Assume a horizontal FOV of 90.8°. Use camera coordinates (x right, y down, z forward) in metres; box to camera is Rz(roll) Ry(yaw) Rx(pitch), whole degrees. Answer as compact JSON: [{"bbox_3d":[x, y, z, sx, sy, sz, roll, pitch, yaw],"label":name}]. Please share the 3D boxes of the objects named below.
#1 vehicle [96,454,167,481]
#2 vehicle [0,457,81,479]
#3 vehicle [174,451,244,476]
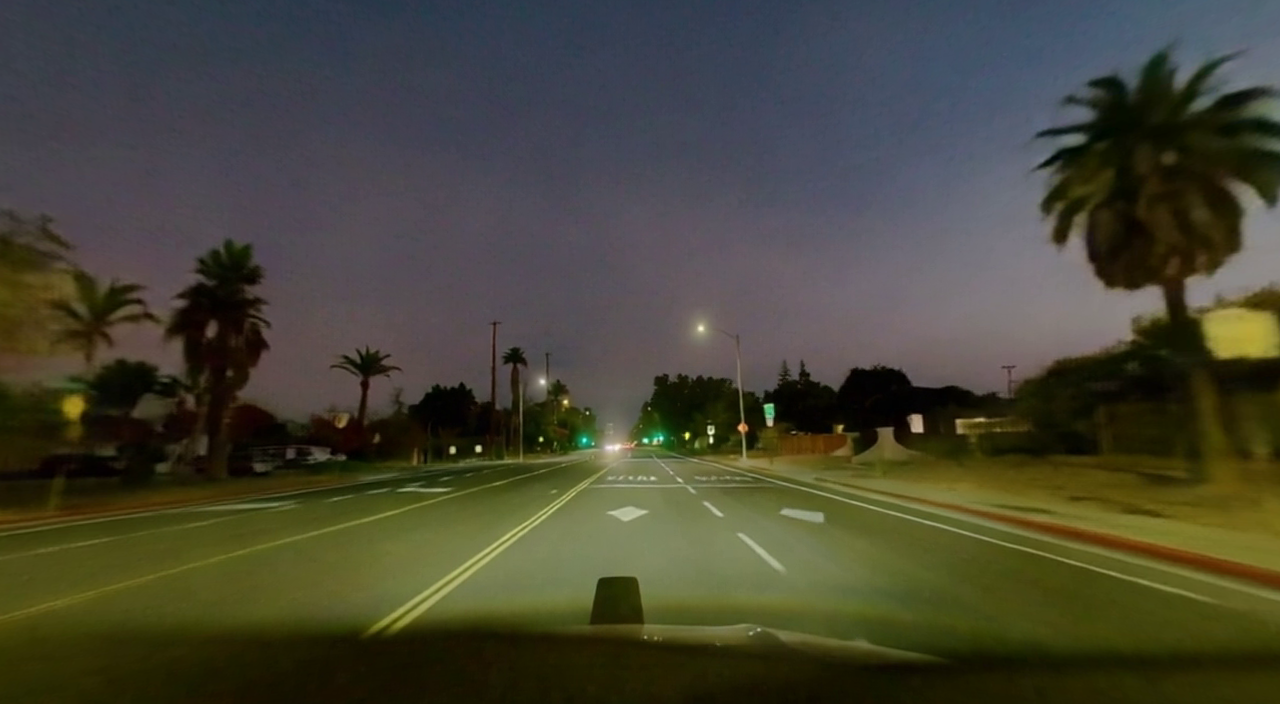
[{"bbox_3d":[-32.683,7.408,40.574,4.072,1.545,1.920,-4,-9,27],"label":"vehicle"},{"bbox_3d":[-41.844,8.037,43.807,4.182,1.485,1.843,0,-9,-3],"label":"vehicle"},{"bbox_3d":[-27.805,7.189,40.727,4.634,1.513,1.841,-6,-11,31],"label":"vehicle"}]
